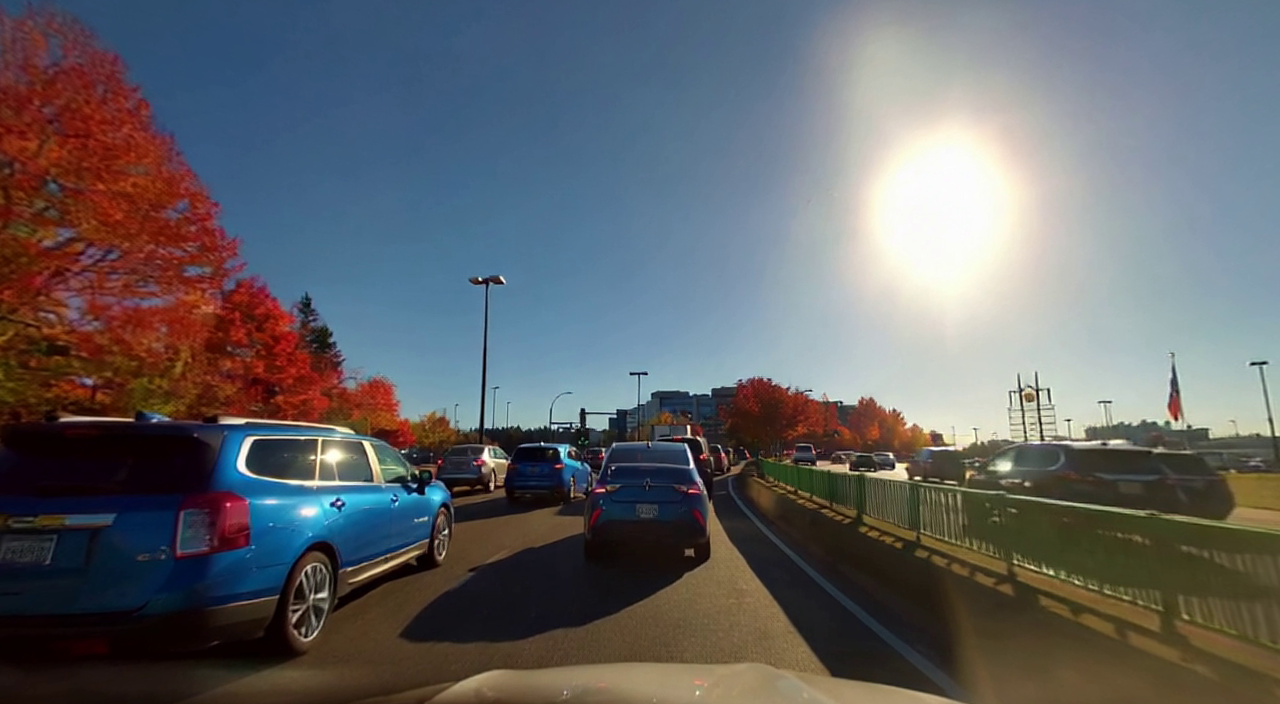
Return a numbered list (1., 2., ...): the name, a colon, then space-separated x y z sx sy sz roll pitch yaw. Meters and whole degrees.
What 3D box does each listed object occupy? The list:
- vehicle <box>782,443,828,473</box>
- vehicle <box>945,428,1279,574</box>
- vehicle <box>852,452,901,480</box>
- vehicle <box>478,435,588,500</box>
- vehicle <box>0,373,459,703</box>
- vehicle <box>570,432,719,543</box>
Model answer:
1. vehicle: 9.244 5.968 35.606 1.944 1.544 4.301 -1 -9 7
2. vehicle: 6.665 2.029 9.432 2.011 1.610 4.568 0 -9 2
3. vehicle: 13.430 6.467 35.929 1.749 1.481 3.808 -1 -9 7
4. vehicle: -2.837 3.210 17.930 1.974 1.549 4.603 0 -9 5
5. vehicle: -3.144 1.226 4.914 1.988 1.635 4.260 0 -9 3
6. vehicle: 0.202 2.221 11.012 2.090 1.506 4.276 0 -9 4
